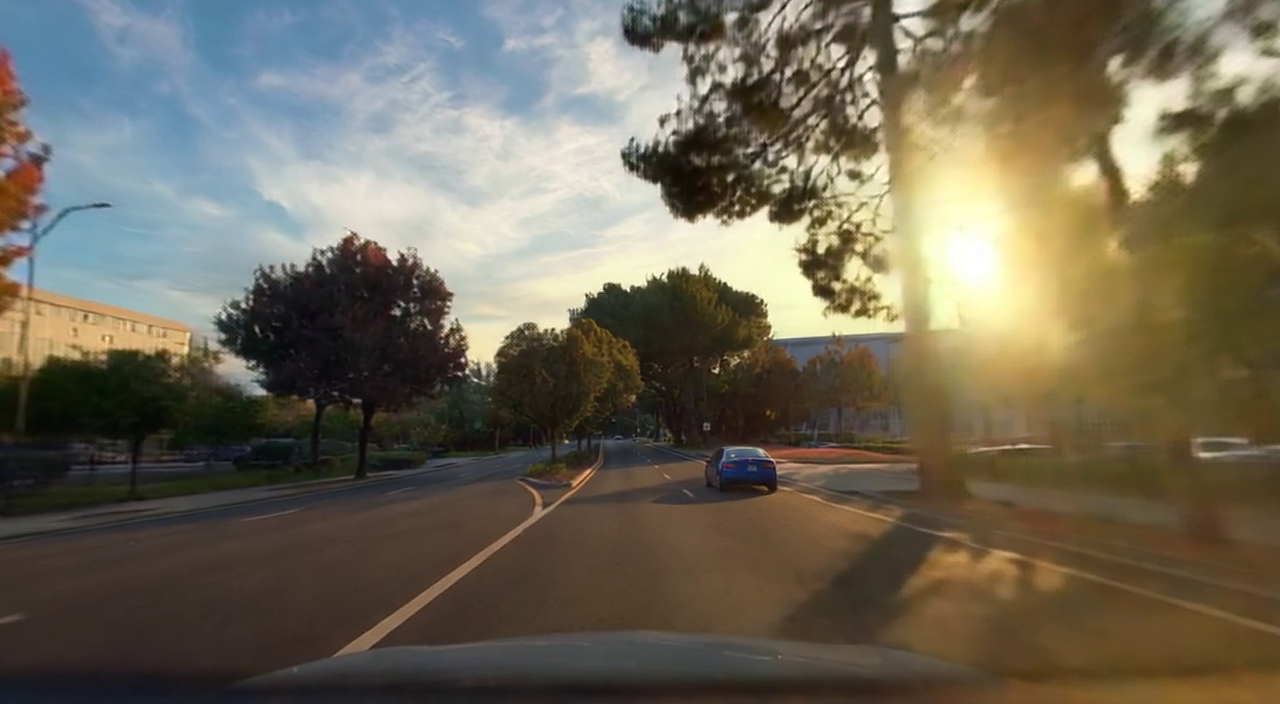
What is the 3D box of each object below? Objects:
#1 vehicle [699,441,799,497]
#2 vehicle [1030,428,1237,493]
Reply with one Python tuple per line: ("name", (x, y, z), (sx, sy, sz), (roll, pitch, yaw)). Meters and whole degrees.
("vehicle", (3.193, 3.546, 19.580), (2.114, 1.493, 4.430), (0, -9, -3))
("vehicle", (19.913, 4.446, 25.730), (6.229, 1.865, 2.595), (-4, -15, -6))
